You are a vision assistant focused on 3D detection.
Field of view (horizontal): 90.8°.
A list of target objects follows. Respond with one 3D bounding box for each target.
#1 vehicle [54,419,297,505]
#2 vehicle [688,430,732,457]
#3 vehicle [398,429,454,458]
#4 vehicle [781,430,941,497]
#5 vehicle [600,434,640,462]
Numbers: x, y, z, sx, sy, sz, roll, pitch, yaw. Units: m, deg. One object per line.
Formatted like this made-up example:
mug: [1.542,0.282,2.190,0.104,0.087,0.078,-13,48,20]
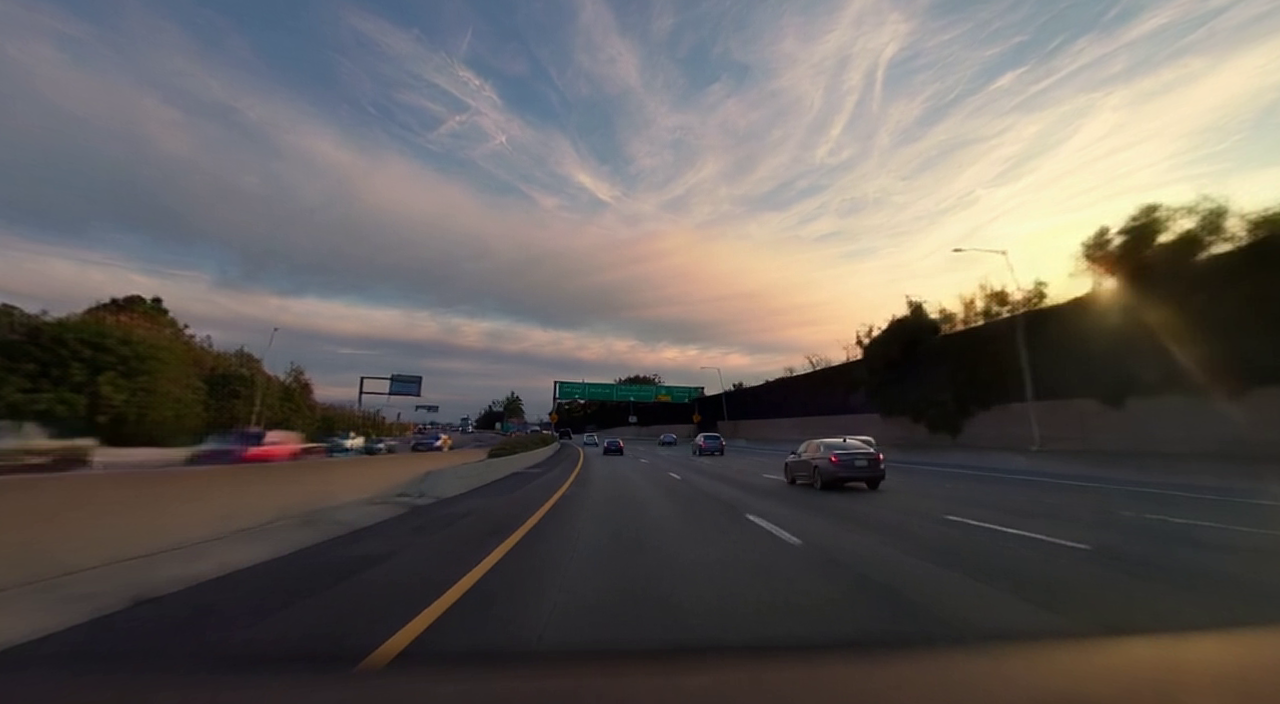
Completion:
vehicle: [-9.413,2.267,13.398,1.900,1.491,4.406,0,-8,-2]
vehicle: [4.531,6.036,41.643,2.094,1.652,3.955,1,-8,-5]
vehicle: [-13.364,5.779,39.708,1.954,1.693,4.417,0,-8,0]
vehicle: [5.597,2.889,16.816,2.196,1.494,4.735,1,-8,-5]
vehicle: [-1.230,5.530,36.508,2.090,1.510,4.280,1,-8,-5]
